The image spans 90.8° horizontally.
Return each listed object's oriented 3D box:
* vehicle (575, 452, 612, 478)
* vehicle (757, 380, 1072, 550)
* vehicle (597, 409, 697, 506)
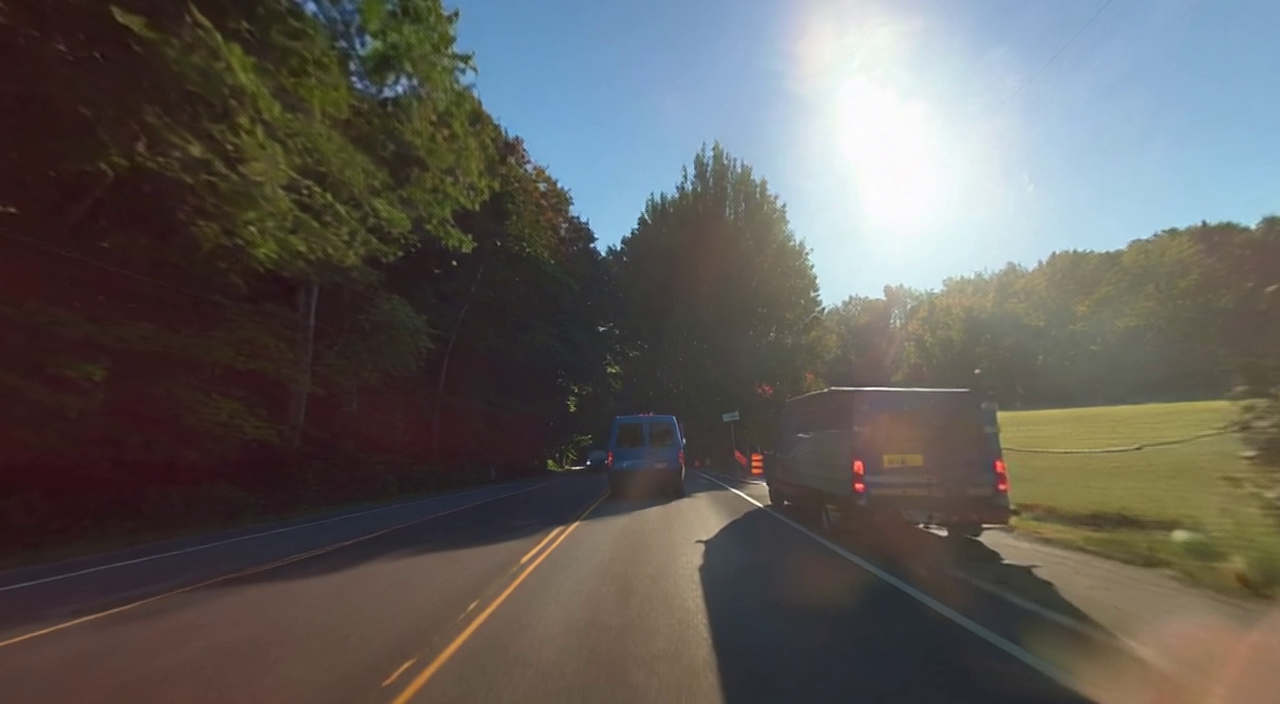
[{"bbox_3d":[-3.444,8.464,47.612,2.230,1.842,5.014,0,-8,1],"label":"vehicle"},{"bbox_3d":[4.006,1.934,11.542,2.833,2.033,7.668,0,-9,4],"label":"vehicle"},{"bbox_3d":[0.343,2.847,17.355,2.362,2.247,4.892,-1,-9,4],"label":"vehicle"}]
